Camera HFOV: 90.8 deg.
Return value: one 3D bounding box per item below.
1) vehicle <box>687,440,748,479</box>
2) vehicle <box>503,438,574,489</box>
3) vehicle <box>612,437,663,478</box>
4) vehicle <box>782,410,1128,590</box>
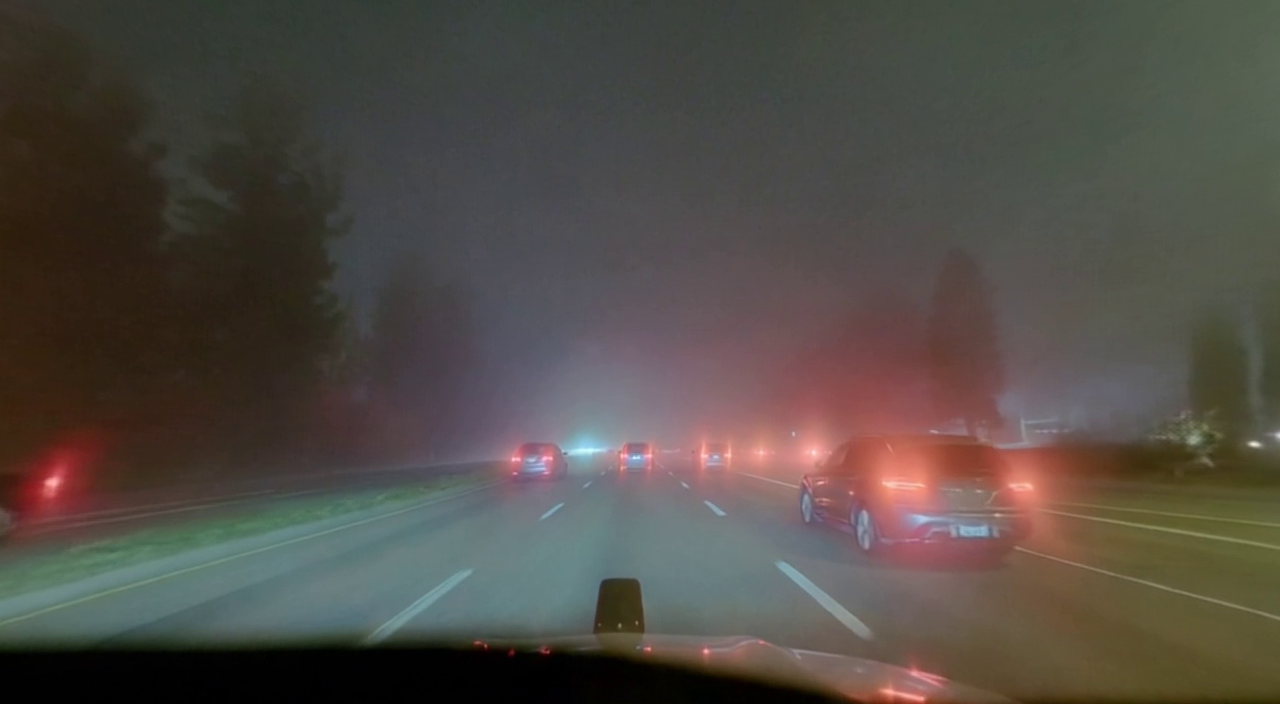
[{"bbox_3d":[3.285,4.676,27.685,2.068,1.541,4.041,0,-8,-1],"label":"vehicle"},{"bbox_3d":[-3.482,3.898,22.373,1.823,1.602,4.061,0,-8,0],"label":"vehicle"},{"bbox_3d":[-0.155,4.750,28.737,2.150,1.725,4.096,0,-8,-1],"label":"vehicle"},{"bbox_3d":[3.467,1.718,8.292,2.069,1.644,4.714,0,-8,0],"label":"vehicle"}]
